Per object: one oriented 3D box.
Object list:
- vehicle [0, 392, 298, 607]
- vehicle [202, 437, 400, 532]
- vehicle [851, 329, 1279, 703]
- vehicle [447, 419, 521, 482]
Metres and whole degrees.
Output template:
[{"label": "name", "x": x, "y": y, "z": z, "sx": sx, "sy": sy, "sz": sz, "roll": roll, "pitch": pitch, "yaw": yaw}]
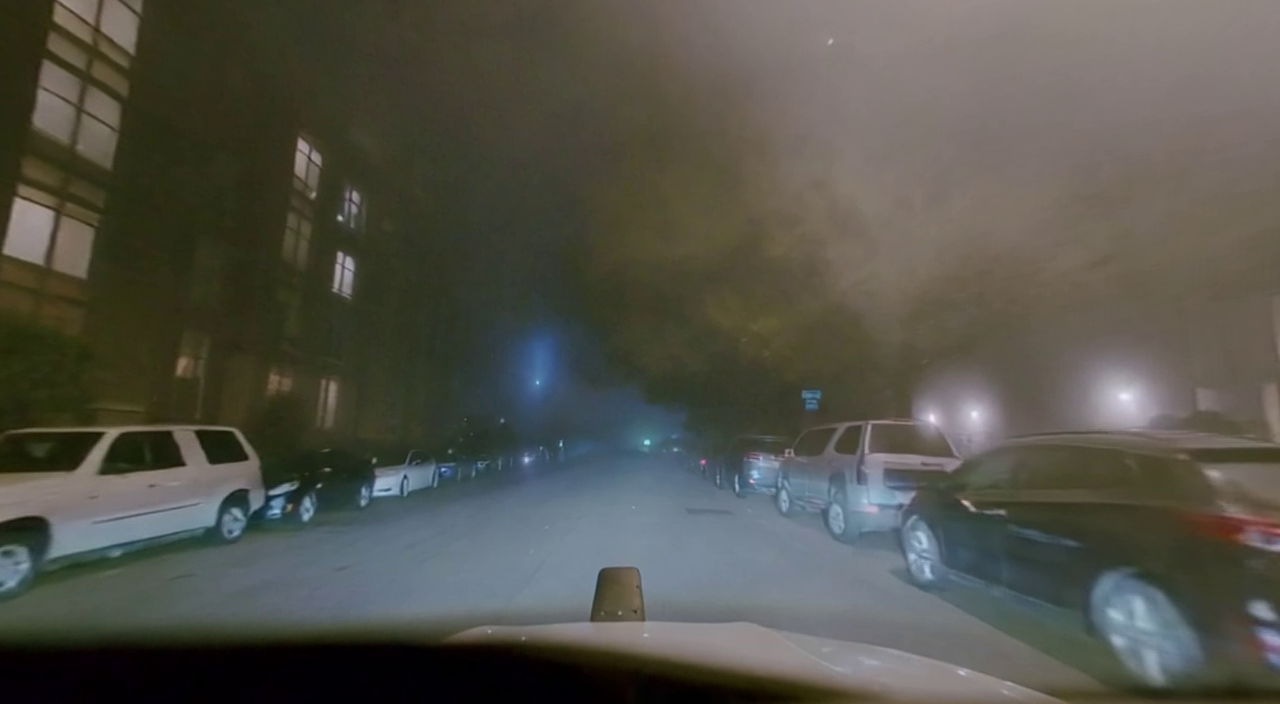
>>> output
[{"label": "vehicle", "x": -7.330, "y": 1.861, "z": 8.391, "sx": 2.205, "sy": 2.051, "sz": 6.109, "roll": -3, "pitch": -9, "yaw": -1}, {"label": "vehicle", "x": -7.232, "y": 2.826, "z": 14.124, "sx": 1.978, "sy": 1.721, "sz": 4.589, "roll": -1, "pitch": -9, "yaw": -2}, {"label": "vehicle", "x": 3.895, "y": 1.206, "z": 5.451, "sx": 2.214, "sy": 1.885, "sz": 5.268, "roll": 0, "pitch": -8, "yaw": -1}, {"label": "vehicle", "x": -7.544, "y": 4.851, "z": 31.154, "sx": 2.294, "sy": 2.707, "sz": 6.199, "roll": -2, "pitch": -9, "yaw": -2}]
